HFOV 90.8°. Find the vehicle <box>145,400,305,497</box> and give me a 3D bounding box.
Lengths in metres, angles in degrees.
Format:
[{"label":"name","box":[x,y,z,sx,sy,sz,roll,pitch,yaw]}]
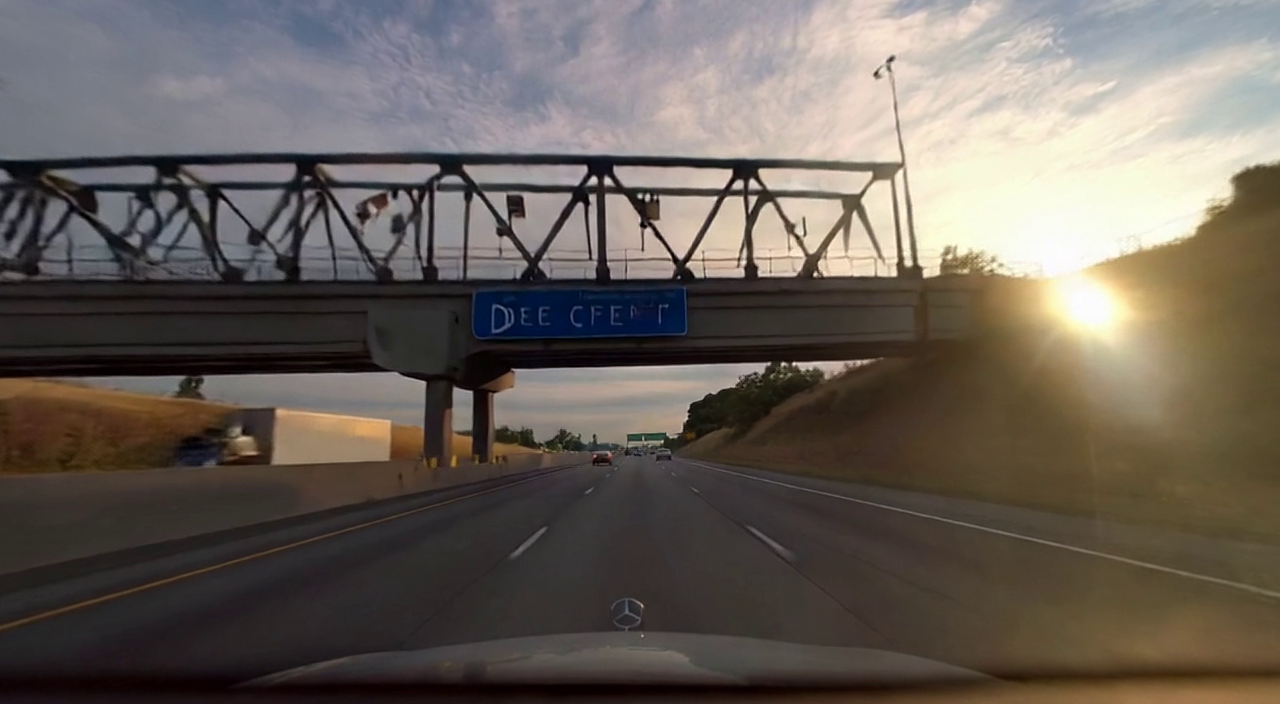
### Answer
[{"label":"vehicle","box":[-18.759,4.448,29.155,2.964,3.943,6.327,0,-9,-1]}]
